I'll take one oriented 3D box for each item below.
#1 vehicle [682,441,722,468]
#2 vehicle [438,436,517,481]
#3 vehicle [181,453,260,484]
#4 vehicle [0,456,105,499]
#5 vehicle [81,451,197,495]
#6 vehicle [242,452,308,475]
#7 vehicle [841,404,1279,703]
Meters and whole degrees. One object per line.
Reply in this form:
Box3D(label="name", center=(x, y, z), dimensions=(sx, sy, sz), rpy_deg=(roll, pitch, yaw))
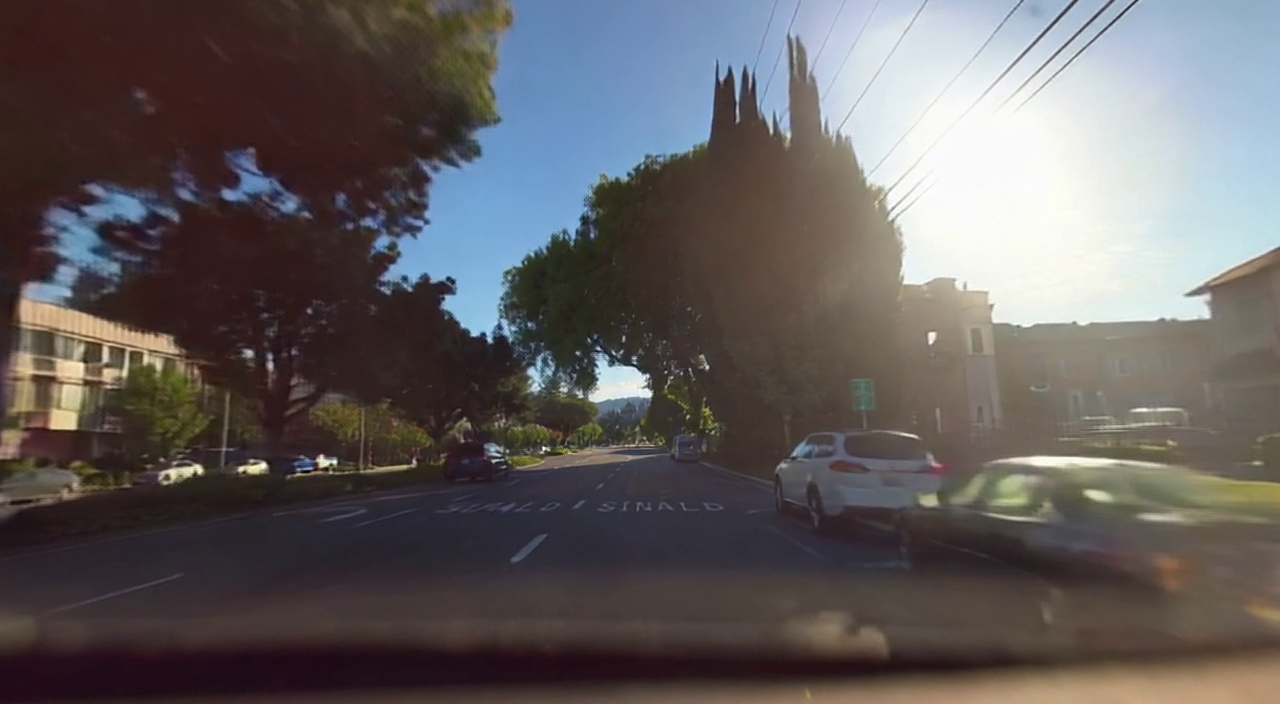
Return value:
Box3D(label="vehicle", center=(3.854, 6.442, 39.980), dimensions=(2.048, 1.556, 4.753), rpy_deg=(0, -8, 0))
Box3D(label="vehicle", center=(-6.592, 4.351, 26.111), dimensions=(2.000, 1.671, 4.497), rpy_deg=(0, -8, 1))
Box3D(label="vehicle", center=(-25.649, 7.107, 38.741), dimensions=(1.857, 1.472, 4.422), rpy_deg=(-4, -7, 1))
Box3D(label="vehicle", center=(-25.834, 5.309, 27.016), dimensions=(1.926, 1.557, 4.385), rpy_deg=(0, -8, -1))
Box3D(label="vehicle", center=(-25.668, 6.174, 32.547), dimensions=(2.132, 1.492, 4.734), rpy_deg=(-4, -4, 1))
Box3D(label="vehicle", center=(-25.618, 7.831, 44.466), dimensions=(1.935, 1.487, 4.600), rpy_deg=(-1, -10, 0))
Box3D(label="vehicle", center=(3.323, 1.267, 4.618), dimensions=(2.259, 1.500, 4.474), rpy_deg=(0, -8, 1))
